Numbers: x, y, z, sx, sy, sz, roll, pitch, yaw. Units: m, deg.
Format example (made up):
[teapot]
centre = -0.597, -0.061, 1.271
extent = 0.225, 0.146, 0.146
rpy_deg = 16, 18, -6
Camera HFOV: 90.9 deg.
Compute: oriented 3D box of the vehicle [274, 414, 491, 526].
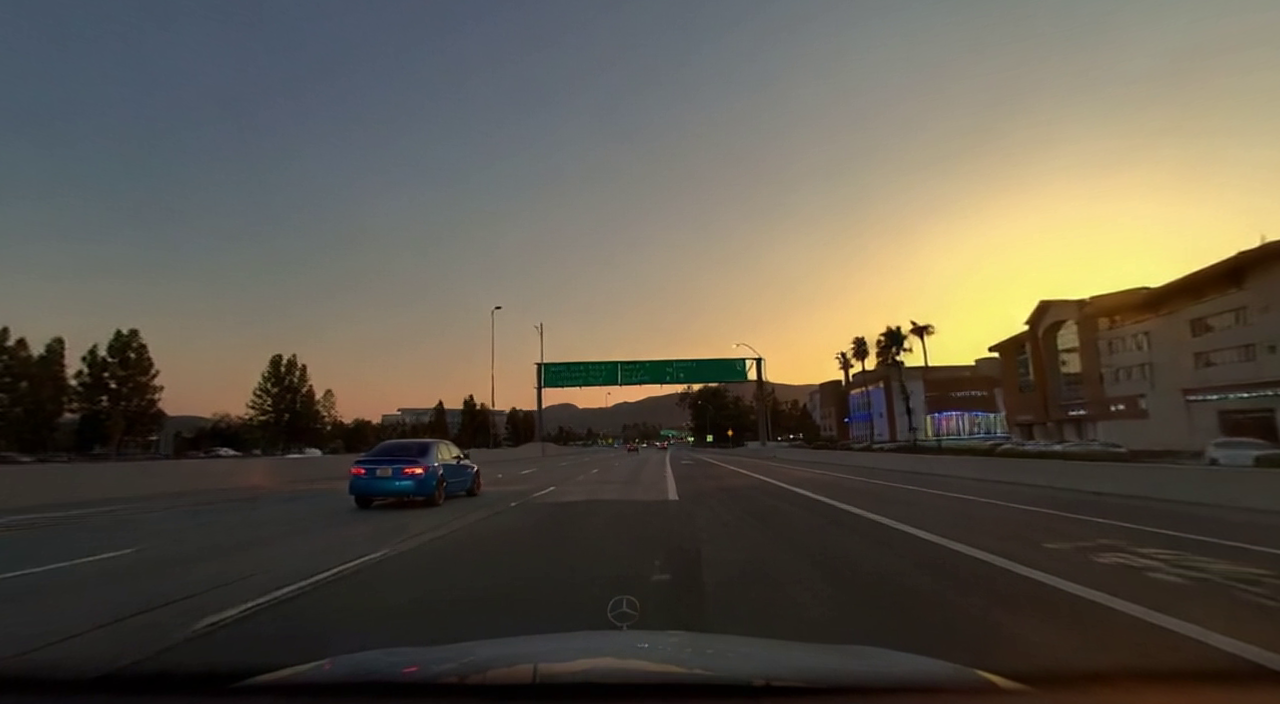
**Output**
[vehicle]
centre = -4.743, 2.266, 12.642
extent = 2.145, 1.793, 4.762
rpy_deg = -1, -8, 3
